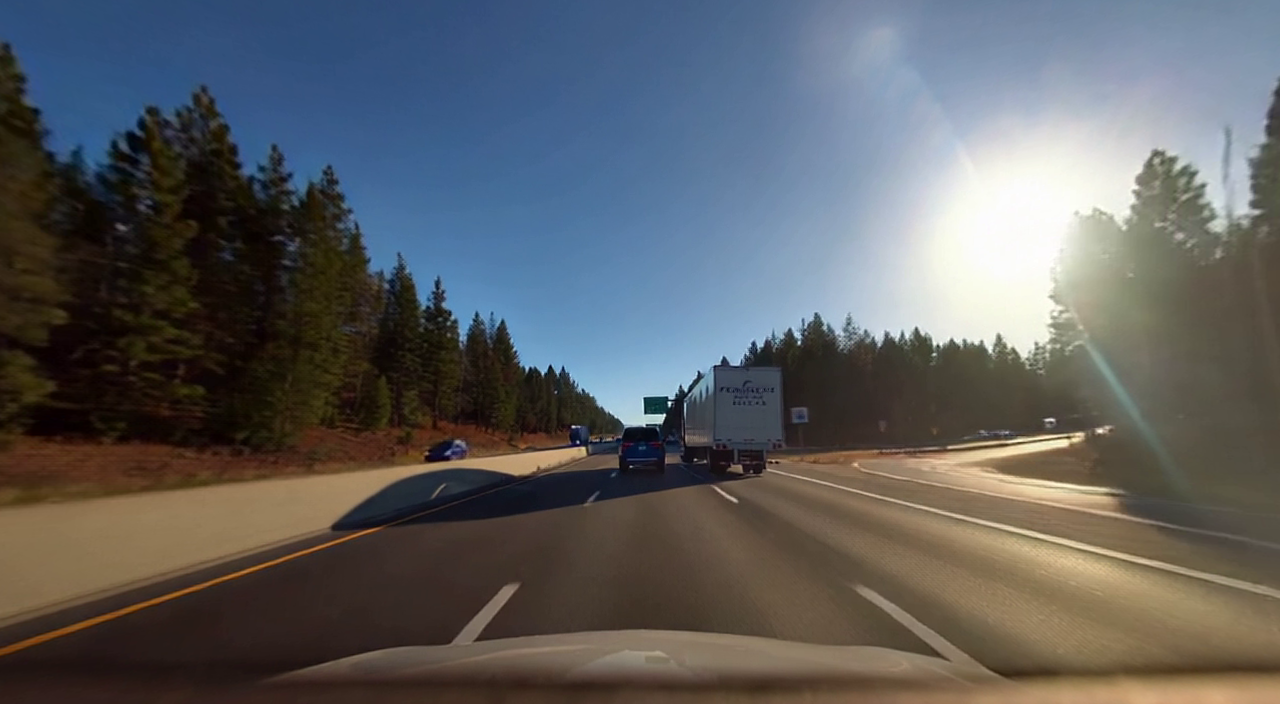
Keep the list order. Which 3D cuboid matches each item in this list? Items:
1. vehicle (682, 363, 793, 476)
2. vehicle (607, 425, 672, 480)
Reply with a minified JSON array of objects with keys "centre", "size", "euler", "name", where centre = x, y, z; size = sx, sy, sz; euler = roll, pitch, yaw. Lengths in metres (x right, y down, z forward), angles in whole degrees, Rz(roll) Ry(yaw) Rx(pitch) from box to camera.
[{"centre":[4.130,3.684,31.527],"size":[2.899,4.160,16.621],"euler":[0,-8,0],"name":"vehicle"},{"centre":[-0.038,3.751,23.767],"size":[2.222,1.848,4.610],"euler":[0,-8,-1],"name":"vehicle"}]
